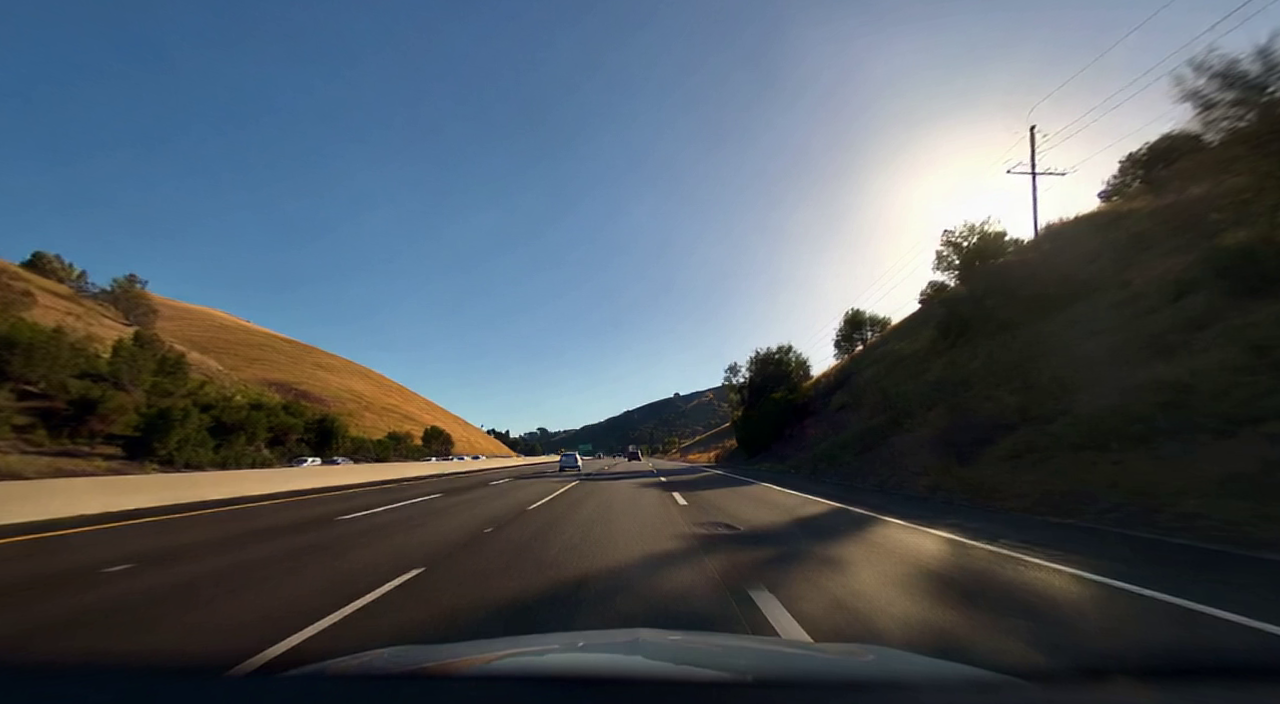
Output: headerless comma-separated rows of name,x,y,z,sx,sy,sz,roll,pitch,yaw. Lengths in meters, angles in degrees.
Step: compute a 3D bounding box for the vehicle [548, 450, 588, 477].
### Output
vehicle,-4.294,6.679,38.122,1.924,1.511,4.079,0,-9,0
